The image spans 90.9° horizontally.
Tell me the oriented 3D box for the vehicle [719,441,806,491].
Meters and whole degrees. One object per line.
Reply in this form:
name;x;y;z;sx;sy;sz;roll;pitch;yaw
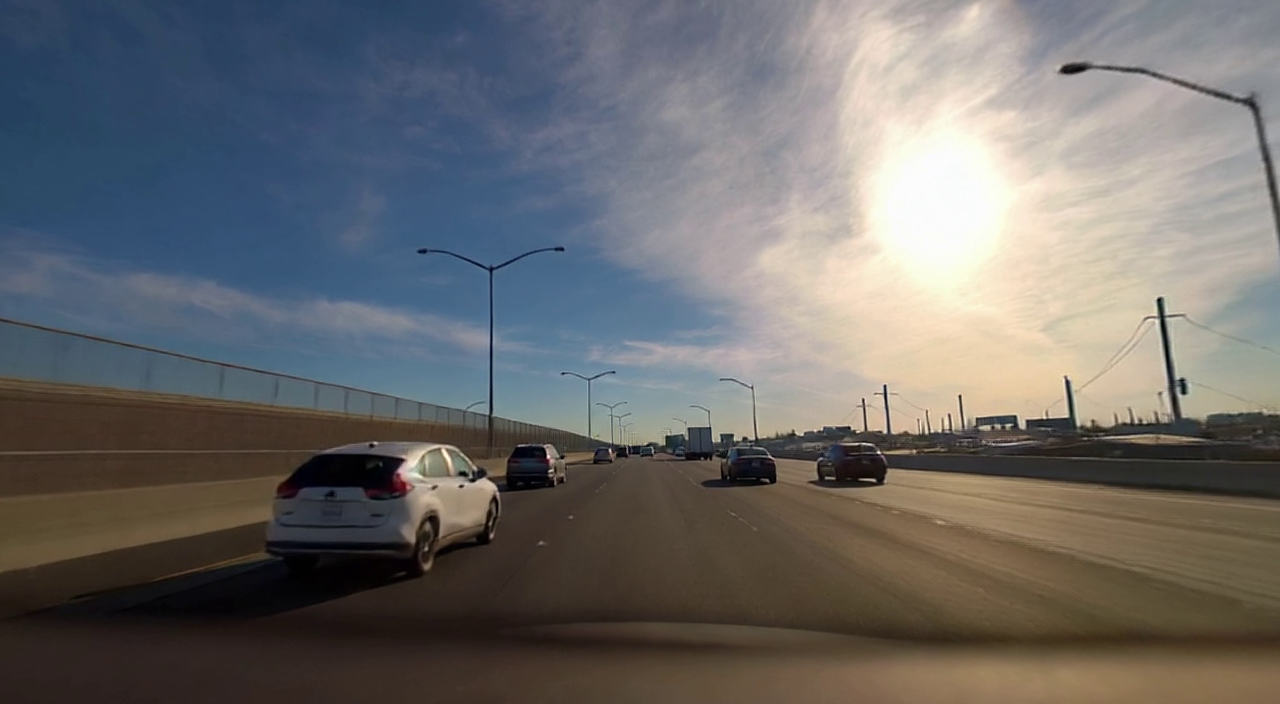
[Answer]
vehicle;3.892;3.677;20.828;1.942;1.453;4.329;0;-8;-1

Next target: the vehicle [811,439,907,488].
vehicle;7.451;3.801;21.868;1.860;1.520;3.961;0;-8;-1

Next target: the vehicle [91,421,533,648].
vehicle;-2.717;1.618;6.888;2.067;1.555;4.851;-1;-8;2
